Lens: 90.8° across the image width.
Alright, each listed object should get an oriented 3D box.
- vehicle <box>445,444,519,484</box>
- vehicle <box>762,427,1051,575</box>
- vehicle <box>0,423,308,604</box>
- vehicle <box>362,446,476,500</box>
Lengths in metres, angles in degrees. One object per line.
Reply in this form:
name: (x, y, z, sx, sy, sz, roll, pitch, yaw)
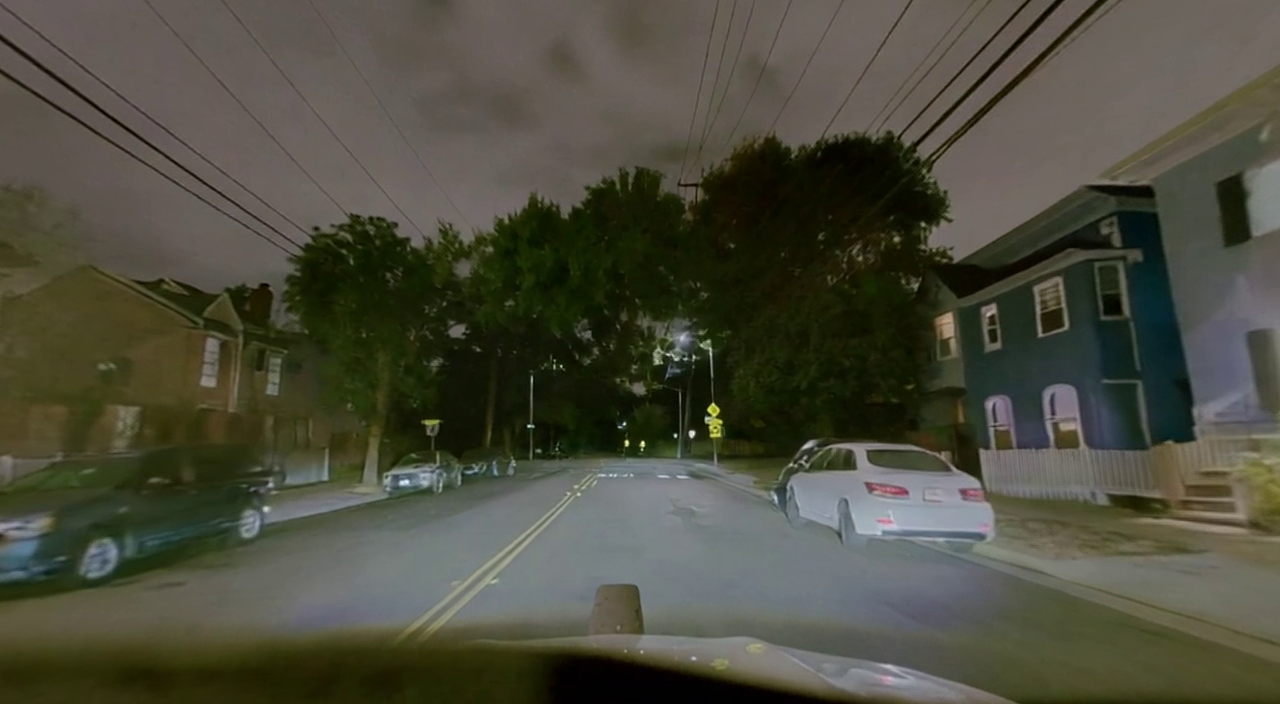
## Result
vehicle: (-6.616, 4.728, 26.922, 2.026, 1.560, 4.062, 0, -9, 1)
vehicle: (3.353, 1.985, 9.453, 1.963, 1.536, 5.446, 0, -9, 0)
vehicle: (-6.567, 1.884, 8.360, 1.896, 1.703, 4.586, 0, -9, -1)
vehicle: (-6.845, 3.770, 20.184, 2.056, 1.481, 4.451, 0, -9, 0)
